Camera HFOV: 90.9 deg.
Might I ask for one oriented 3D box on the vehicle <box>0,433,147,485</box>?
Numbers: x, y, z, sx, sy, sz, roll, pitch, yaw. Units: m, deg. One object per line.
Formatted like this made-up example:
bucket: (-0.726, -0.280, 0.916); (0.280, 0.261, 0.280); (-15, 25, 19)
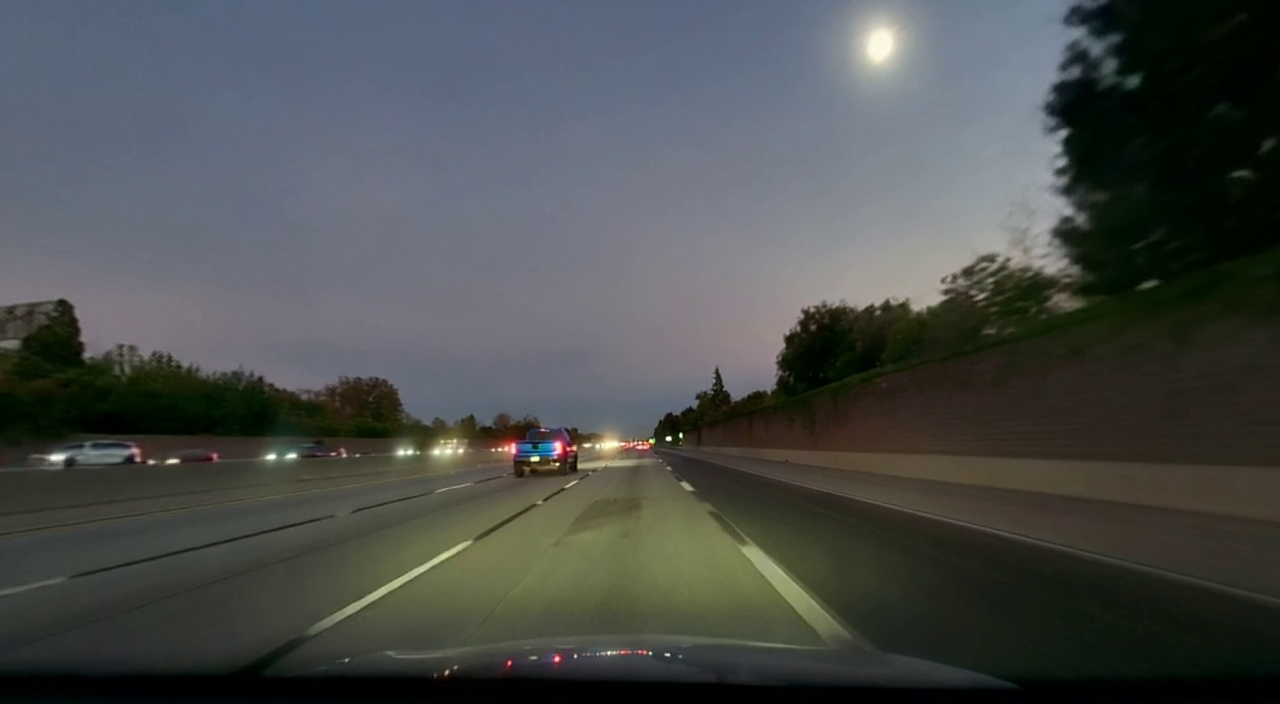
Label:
vehicle: (-37.028, 6.585, 39.475); (3.018, 2.872, 11.579); (-1, -8, 0)

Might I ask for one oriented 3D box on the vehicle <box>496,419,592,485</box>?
vehicle: (-3.476, 3.823, 24.364); (2.604, 2.170, 6.271); (0, -8, 1)

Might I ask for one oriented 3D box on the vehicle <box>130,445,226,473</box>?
vehicle: (-33.330, 7.712, 45.779); (2.336, 1.869, 6.038); (0, -8, 1)
